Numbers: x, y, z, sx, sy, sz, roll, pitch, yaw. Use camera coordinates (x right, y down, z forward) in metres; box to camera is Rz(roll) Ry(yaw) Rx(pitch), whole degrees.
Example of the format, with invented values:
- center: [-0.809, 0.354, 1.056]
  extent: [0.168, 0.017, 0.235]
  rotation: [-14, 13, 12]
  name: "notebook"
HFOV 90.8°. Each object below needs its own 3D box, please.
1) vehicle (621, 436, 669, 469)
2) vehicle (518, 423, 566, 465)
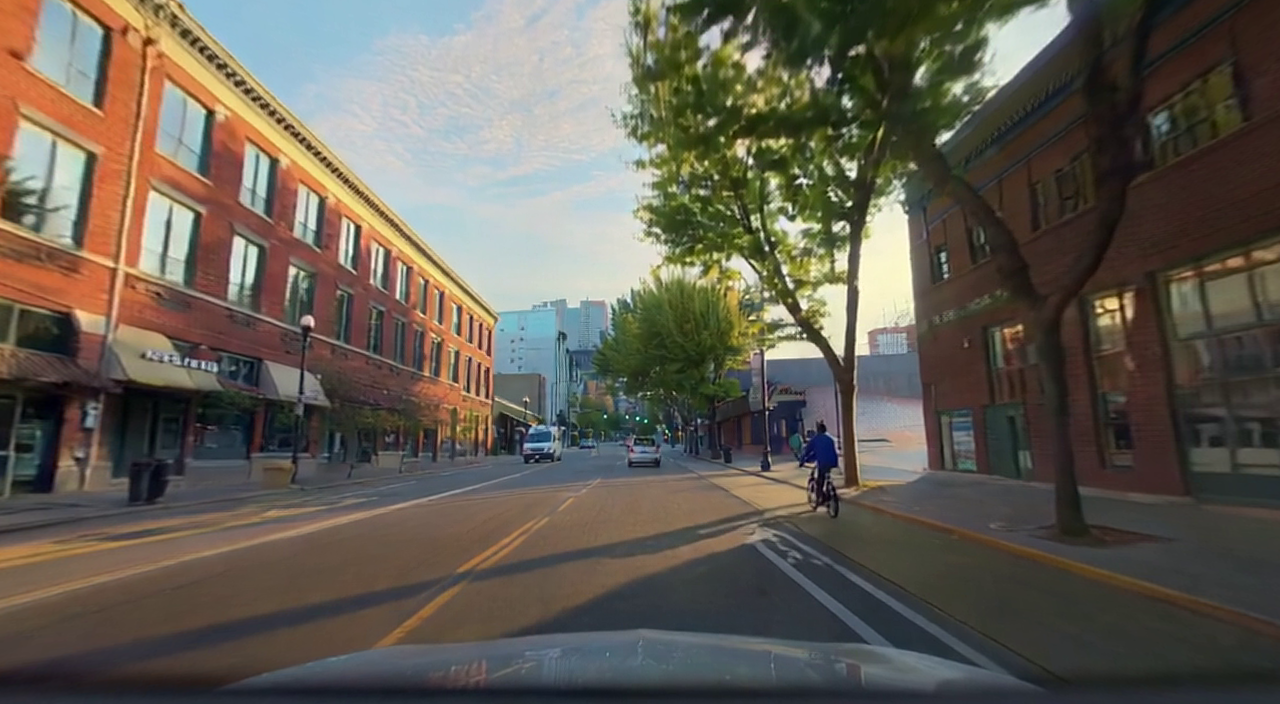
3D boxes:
- center: [0.300, 5.220, 32.935]
  extent: [2.356, 1.572, 4.810]
  rotation: [0, -8, 1]
  name: "vehicle"
- center: [-6.599, 6.245, 43.059]
  extent: [2.418, 2.620, 5.522]
  rotation: [-1, -8, 0]
  name: "vehicle"
